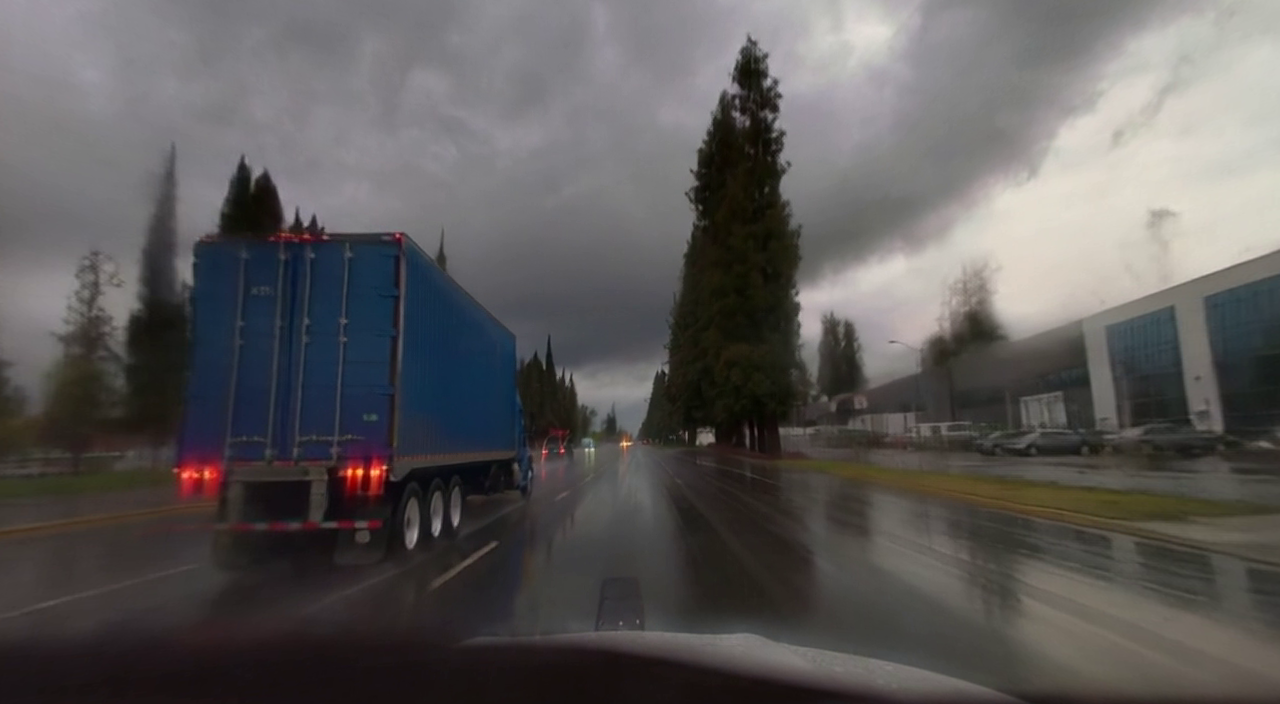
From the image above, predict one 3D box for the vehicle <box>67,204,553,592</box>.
[{"bbox_3d":[-3.397,0.935,9.736,2.910,3.419,8.376,0,-8,0],"label":"vehicle"}]
